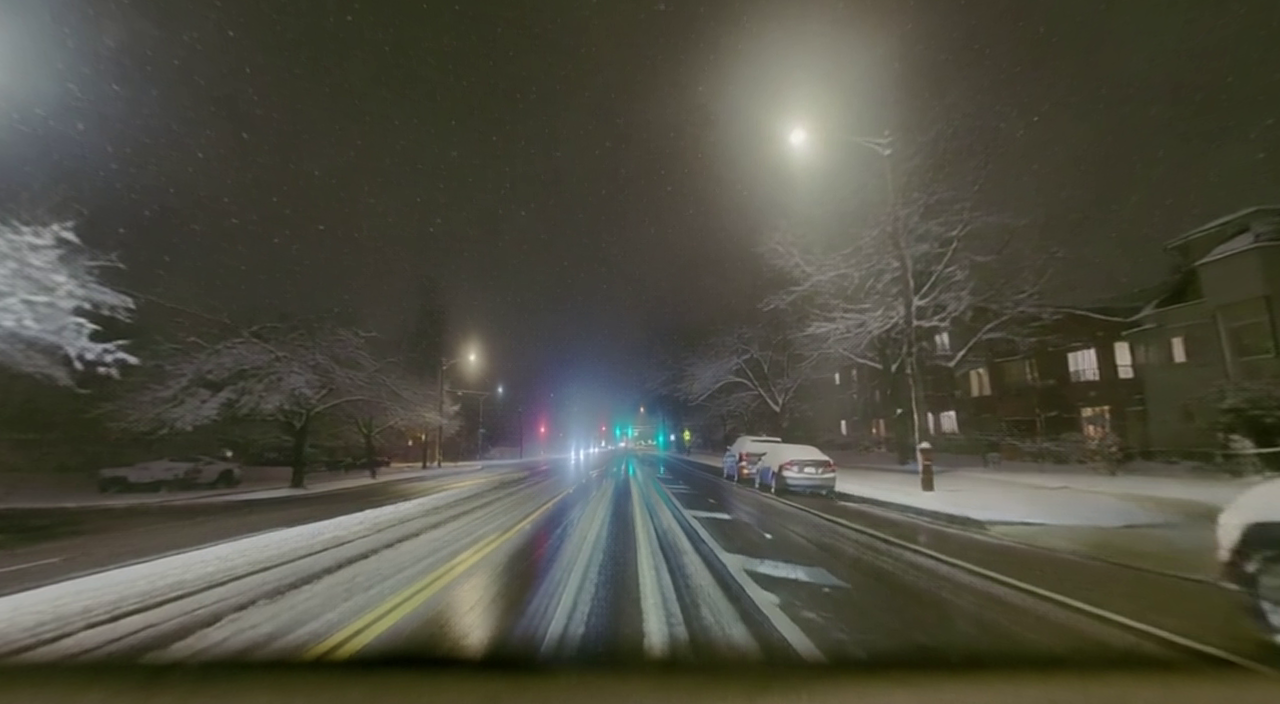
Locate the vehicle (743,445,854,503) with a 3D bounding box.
[{"bbox_3d":[4.343,3.372,18.028,1.935,1.433,4.241,0,-8,-2],"label":"vehicle"}]

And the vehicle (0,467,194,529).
[{"bbox_3d":[-15.455,3.931,17.249,4.826,1.491,2.086,1,-8,-4],"label":"vehicle"}]
